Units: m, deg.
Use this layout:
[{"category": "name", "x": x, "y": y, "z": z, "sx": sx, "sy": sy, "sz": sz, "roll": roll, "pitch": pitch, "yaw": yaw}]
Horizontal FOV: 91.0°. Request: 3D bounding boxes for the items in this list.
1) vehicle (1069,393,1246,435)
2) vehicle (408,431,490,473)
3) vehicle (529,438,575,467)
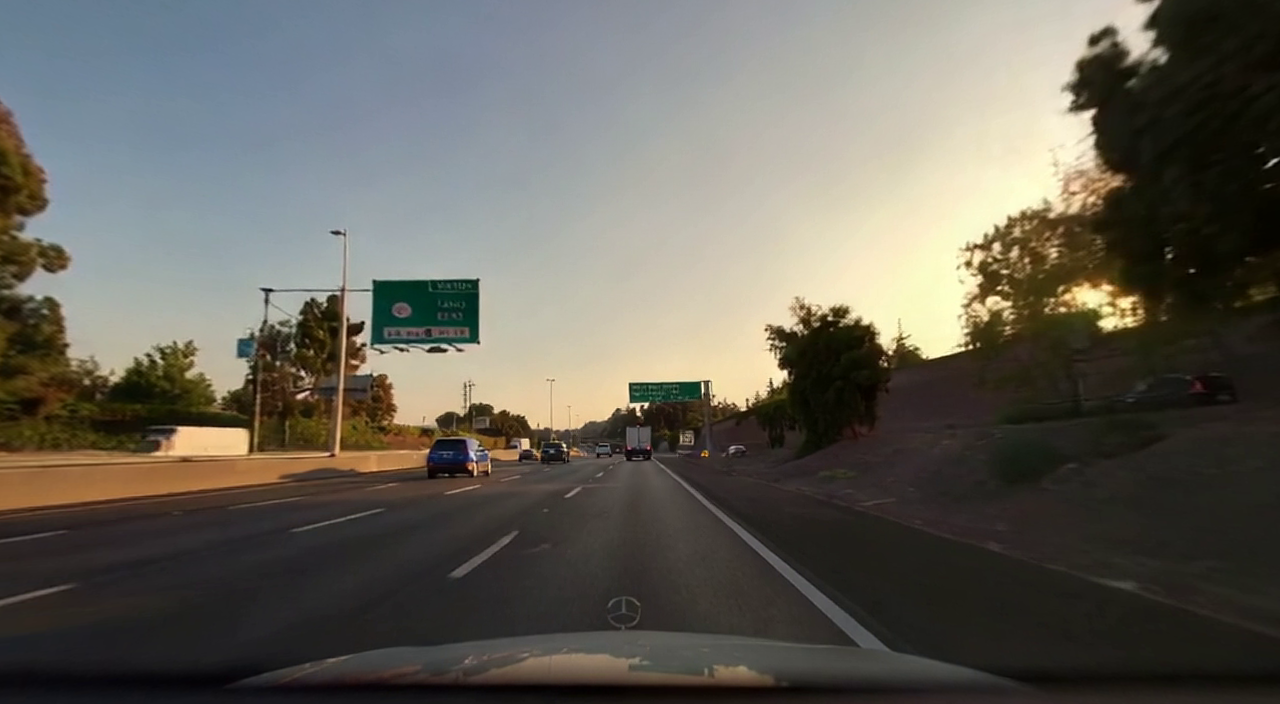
[{"category": "vehicle", "x": 25.177, "y": 3.163, "z": 31.043, "sx": 2.401, "sy": 1.540, "sz": 6.222, "roll": 3, "pitch": -11, "yaw": -24}, {"category": "vehicle", "x": -10.620, "y": 5.661, "z": 35.739, "sx": 2.571, "sy": 2.169, "sz": 6.443, "roll": 0, "pitch": -9, "yaw": 1}, {"category": "vehicle", "x": -6.433, "y": 7.418, "z": 46.744, "sx": 2.502, "sy": 1.997, "sz": 5.697, "roll": 0, "pitch": -9, "yaw": 0}]
